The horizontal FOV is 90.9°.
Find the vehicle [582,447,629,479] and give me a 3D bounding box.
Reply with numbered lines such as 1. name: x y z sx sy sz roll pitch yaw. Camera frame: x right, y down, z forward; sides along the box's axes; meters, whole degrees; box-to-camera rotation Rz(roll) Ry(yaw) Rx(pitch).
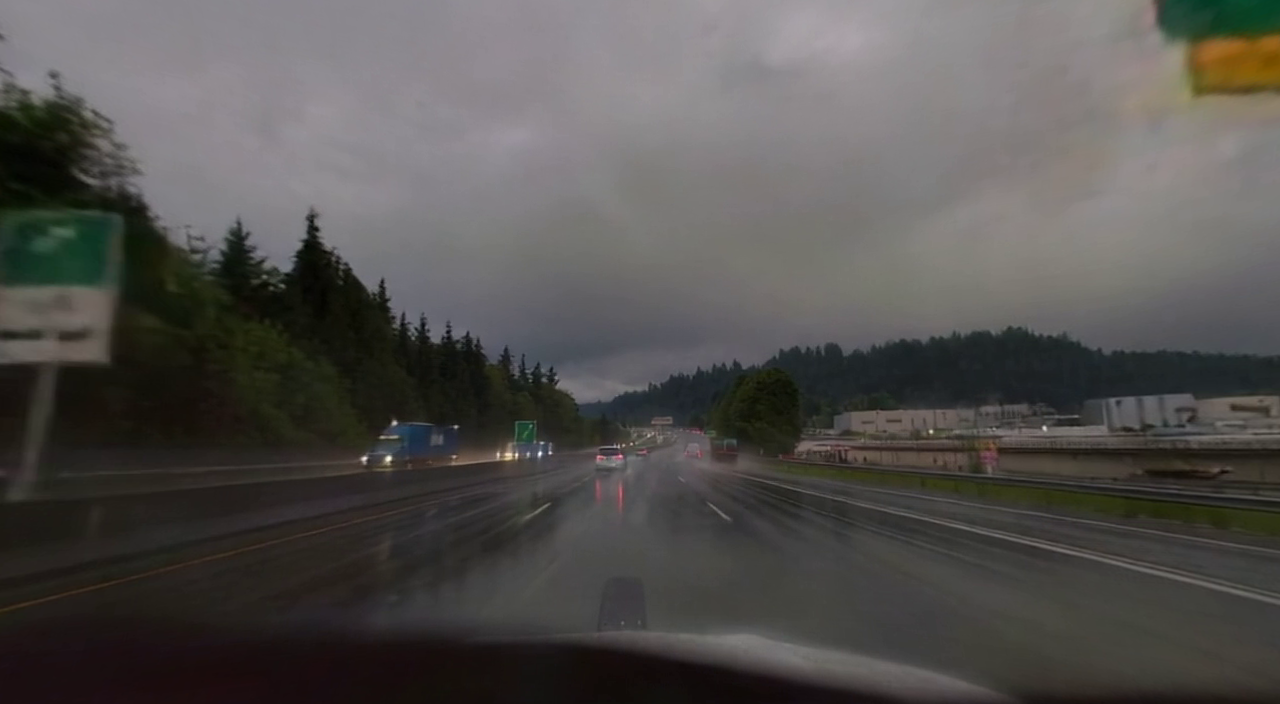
1. vehicle: -1.680 5.587 31.997 2.035 1.513 4.272 0 -9 1
